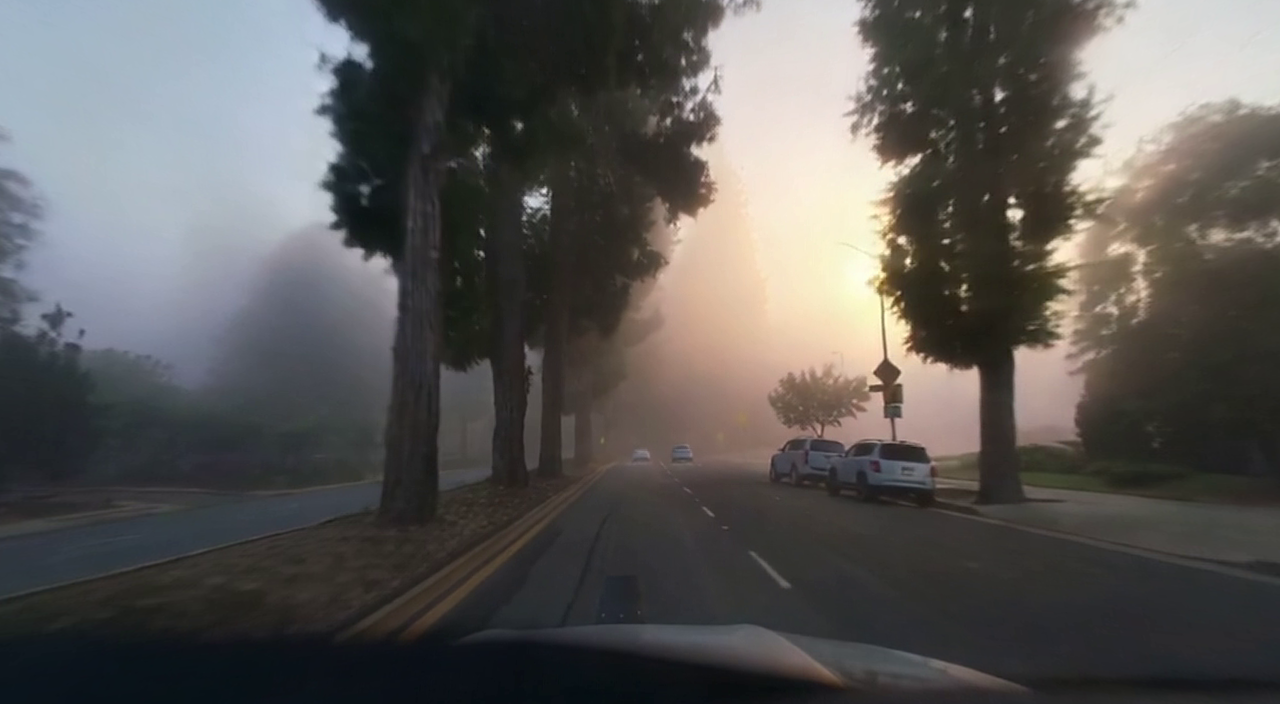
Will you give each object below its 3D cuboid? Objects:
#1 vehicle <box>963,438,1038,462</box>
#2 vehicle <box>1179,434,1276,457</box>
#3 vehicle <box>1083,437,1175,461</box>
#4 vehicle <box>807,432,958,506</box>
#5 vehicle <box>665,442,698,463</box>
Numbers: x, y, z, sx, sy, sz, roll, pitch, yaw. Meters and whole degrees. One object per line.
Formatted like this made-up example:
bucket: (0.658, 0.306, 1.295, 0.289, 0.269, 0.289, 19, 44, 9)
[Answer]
vehicle: (24.175, 6.589, 42.426, 3.898, 1.540, 1.803, 0, -9, 1)
vehicle: (39.658, 6.324, 42.701, 4.648, 1.456, 1.864, -1, -9, -1)
vehicle: (32.937, 6.540, 42.622, 4.544, 1.443, 1.914, -1, -7, 2)
vehicle: (6.431, 3.152, 17.565, 2.040, 1.710, 5.200, 0, -8, -1)
vehicle: (3.058, 7.562, 47.528, 2.142, 1.501, 4.273, 0, -8, -1)
